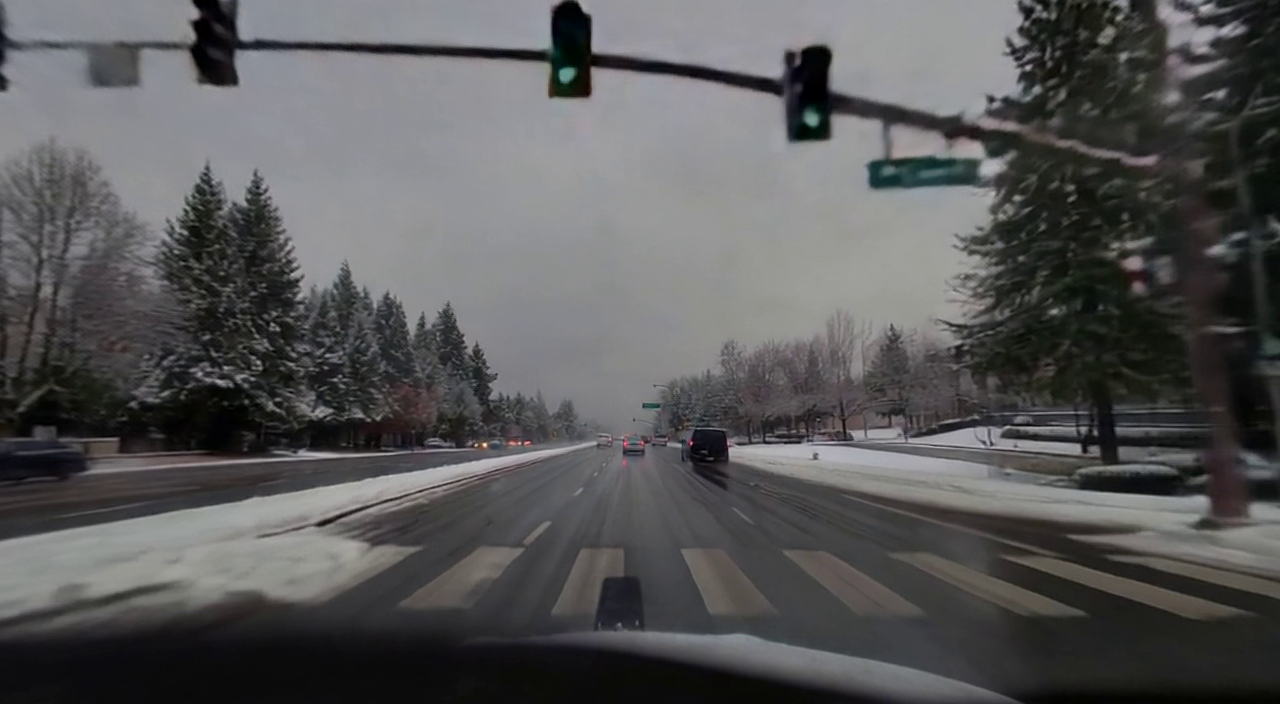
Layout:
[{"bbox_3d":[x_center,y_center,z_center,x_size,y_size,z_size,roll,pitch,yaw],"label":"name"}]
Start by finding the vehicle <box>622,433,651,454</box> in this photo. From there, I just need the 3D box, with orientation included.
[{"bbox_3d":[-0.271,6.664,45.773,2.039,1.455,3.826,0,-8,-1],"label":"vehicle"}]

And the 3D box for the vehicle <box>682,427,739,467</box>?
[{"bbox_3d":[3.313,4.603,30.562,2.181,1.781,4.257,0,-8,-1],"label":"vehicle"}]
